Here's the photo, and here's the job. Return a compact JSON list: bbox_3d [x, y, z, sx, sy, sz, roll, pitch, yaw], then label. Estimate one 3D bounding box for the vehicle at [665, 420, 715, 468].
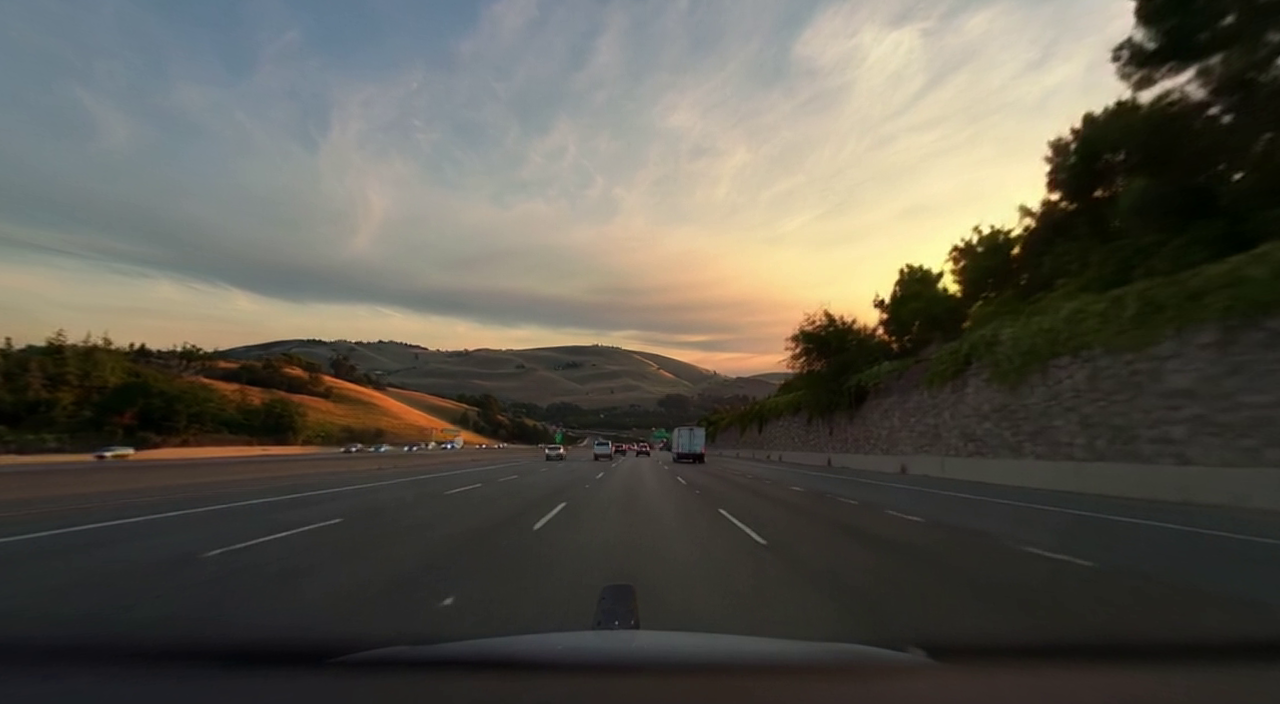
[{"bbox_3d":[3.520,6.743,46.337,2.795,3.187,7.205,0,-9,-2],"label":"vehicle"}]
